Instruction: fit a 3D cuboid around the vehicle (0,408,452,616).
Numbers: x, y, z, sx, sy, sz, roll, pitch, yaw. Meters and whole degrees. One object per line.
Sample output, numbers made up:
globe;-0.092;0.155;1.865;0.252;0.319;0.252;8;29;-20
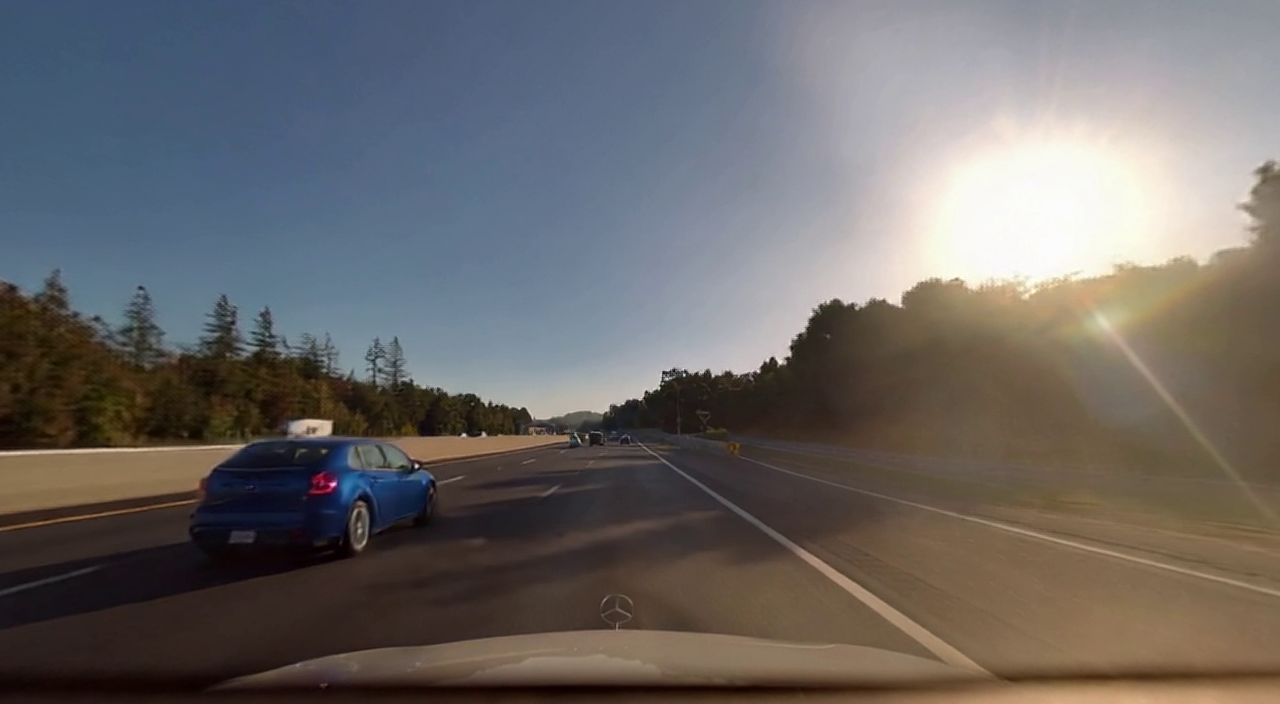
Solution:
vehicle;-3.715;1.471;6.849;2.026;1.517;4.325;0;-8;0
